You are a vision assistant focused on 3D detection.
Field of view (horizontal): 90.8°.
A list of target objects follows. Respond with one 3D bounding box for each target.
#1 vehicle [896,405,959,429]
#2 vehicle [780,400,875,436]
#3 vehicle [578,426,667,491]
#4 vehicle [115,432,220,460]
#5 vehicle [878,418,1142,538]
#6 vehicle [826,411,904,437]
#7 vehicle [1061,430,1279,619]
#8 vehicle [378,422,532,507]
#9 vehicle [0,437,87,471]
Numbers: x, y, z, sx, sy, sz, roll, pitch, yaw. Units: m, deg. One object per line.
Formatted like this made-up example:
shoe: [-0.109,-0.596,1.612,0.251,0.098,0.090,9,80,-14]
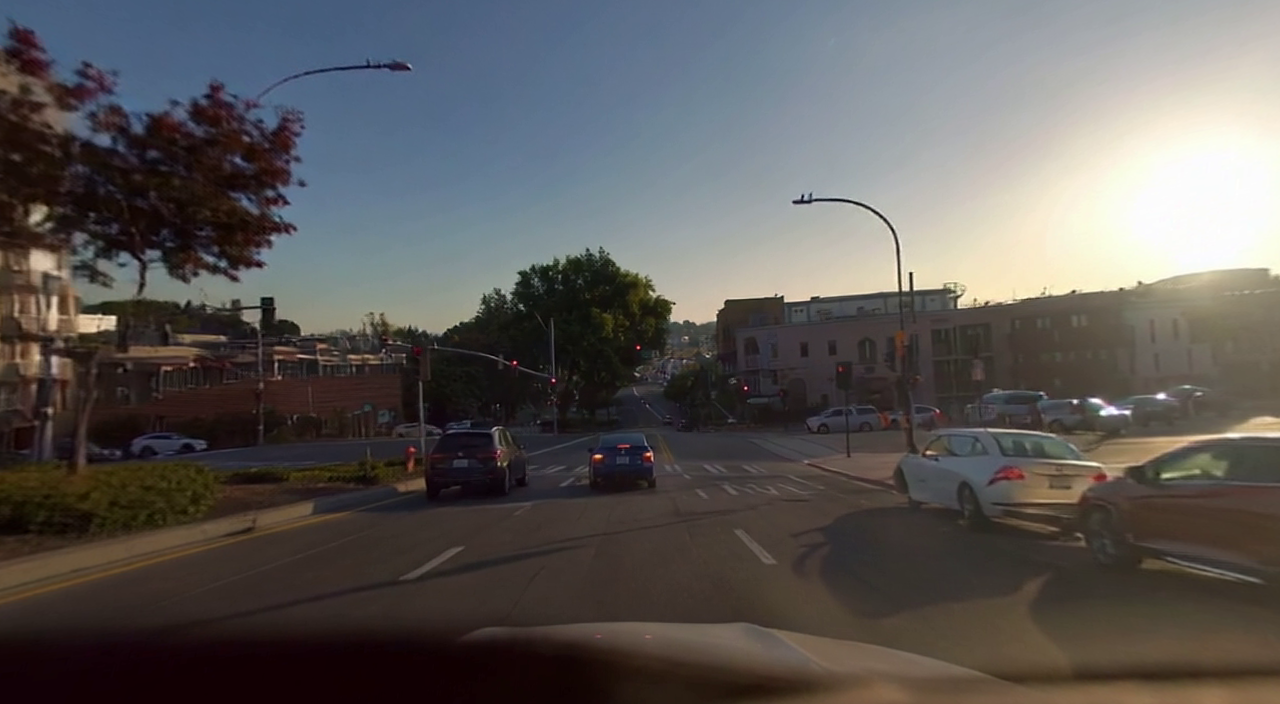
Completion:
vehicle: [21.356,4.878,46.816,5.017,1.542,2.055,6,-11,-38]
vehicle: [13.839,4.939,46.747,6.541,2.480,2.259,3,-9,-19]
vehicle: [-0.425,2.801,16.865,2.082,1.520,3.896,0,-8,0]
vehicle: [-26.464,5.275,35.465,4.453,1.471,1.921,-1,-8,4]
vehicle: [6.228,2.155,11.450,1.904,1.705,4.510,0,-8,-2]
vehicle: [15.257,4.923,42.862,4.775,1.604,1.915,3,-9,-20]
vehicle: [6.148,1.471,5.648,1.959,1.513,4.104,0,-8,1]
vehicle: [-3.704,2.352,13.608,1.934,1.522,4.464,0,-8,1]
vehicle: [-34.862,5.820,36.165,4.698,1.833,1.887,-1,-8,3]
